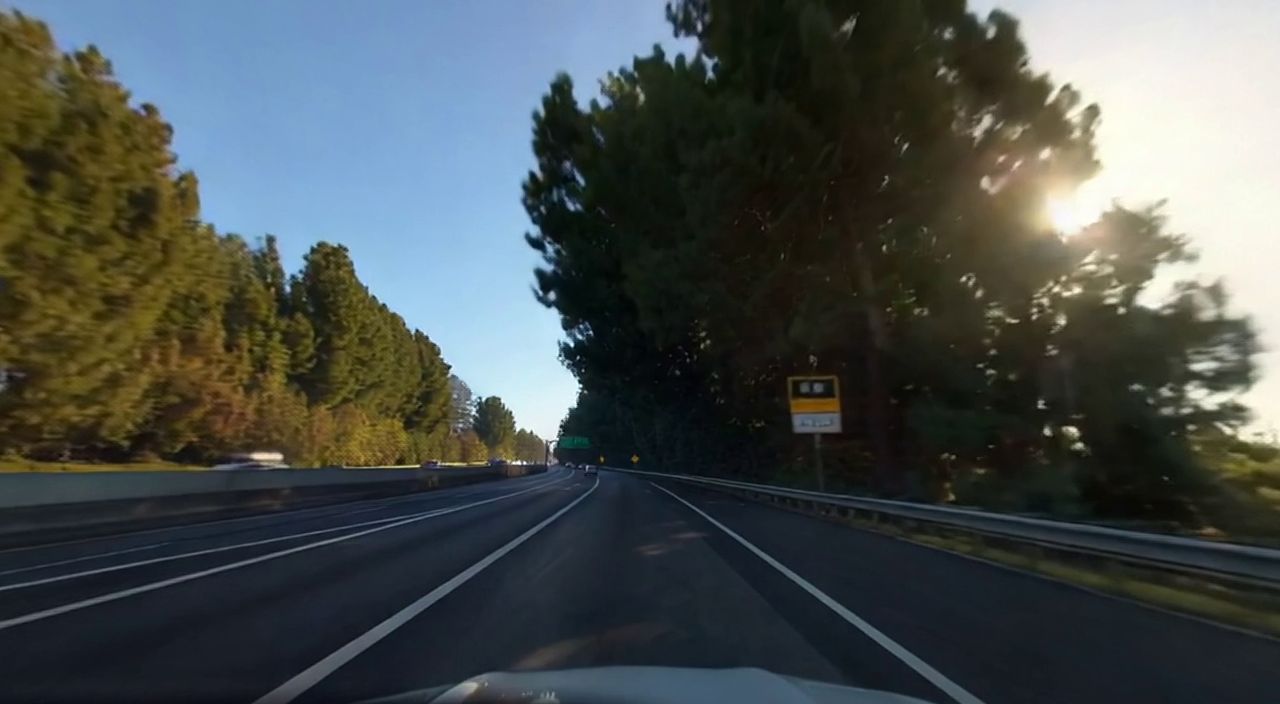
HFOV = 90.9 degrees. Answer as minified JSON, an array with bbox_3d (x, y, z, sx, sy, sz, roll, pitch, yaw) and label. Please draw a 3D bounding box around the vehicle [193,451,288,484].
[{"bbox_3d":[-21.031,6.129,33.427,1.989,1.626,4.677,1,-10,-1],"label":"vehicle"}]
